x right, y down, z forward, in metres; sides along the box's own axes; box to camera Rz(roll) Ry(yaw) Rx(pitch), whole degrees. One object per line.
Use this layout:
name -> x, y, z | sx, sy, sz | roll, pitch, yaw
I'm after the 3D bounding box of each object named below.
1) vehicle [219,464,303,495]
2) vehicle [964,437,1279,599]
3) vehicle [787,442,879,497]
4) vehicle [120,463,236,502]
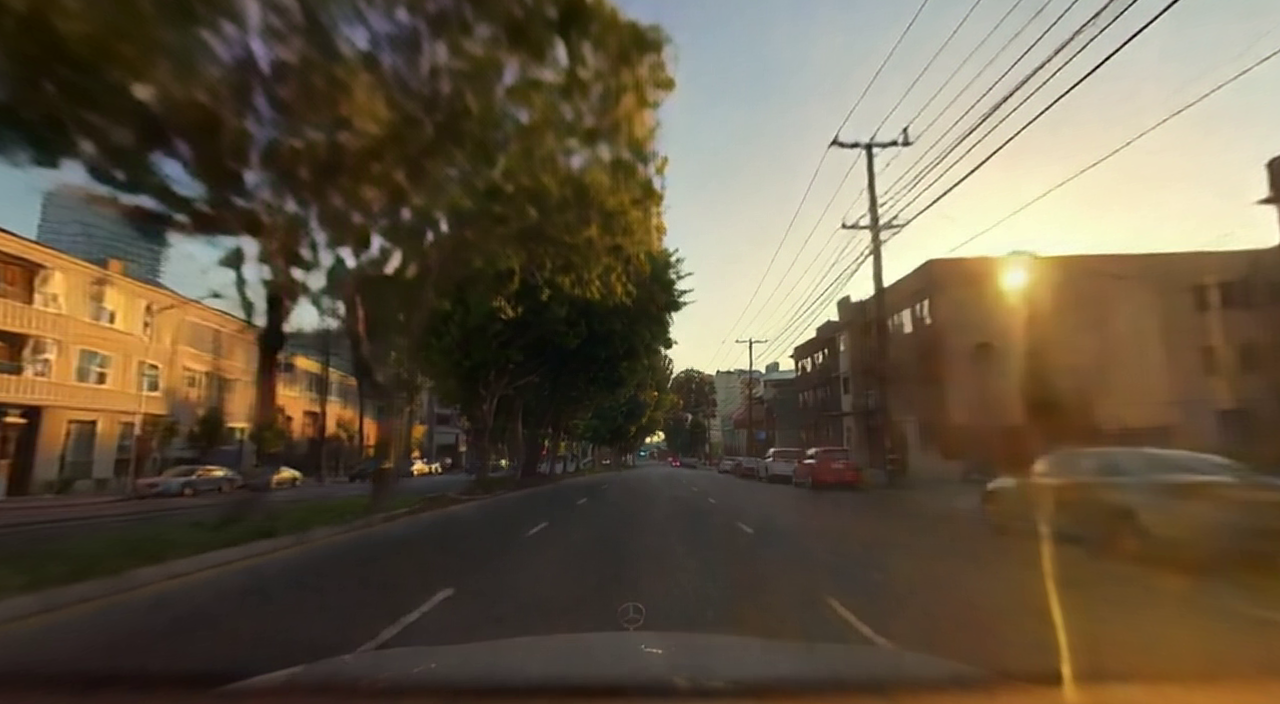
vehicle -> -22.081, 7.436, 36.989 | 1.921, 1.508, 4.738 | -1, -8, 1
vehicle -> 6.785, 1.988, 8.703 | 1.881, 1.559, 4.959 | 0, -8, -2
vehicle -> 7.121, 4.353, 23.798 | 1.998, 1.819, 4.621 | 0, -8, 0
vehicle -> -22.286, 6.283, 30.697 | 1.966, 1.595, 4.719 | -1, -8, 1
